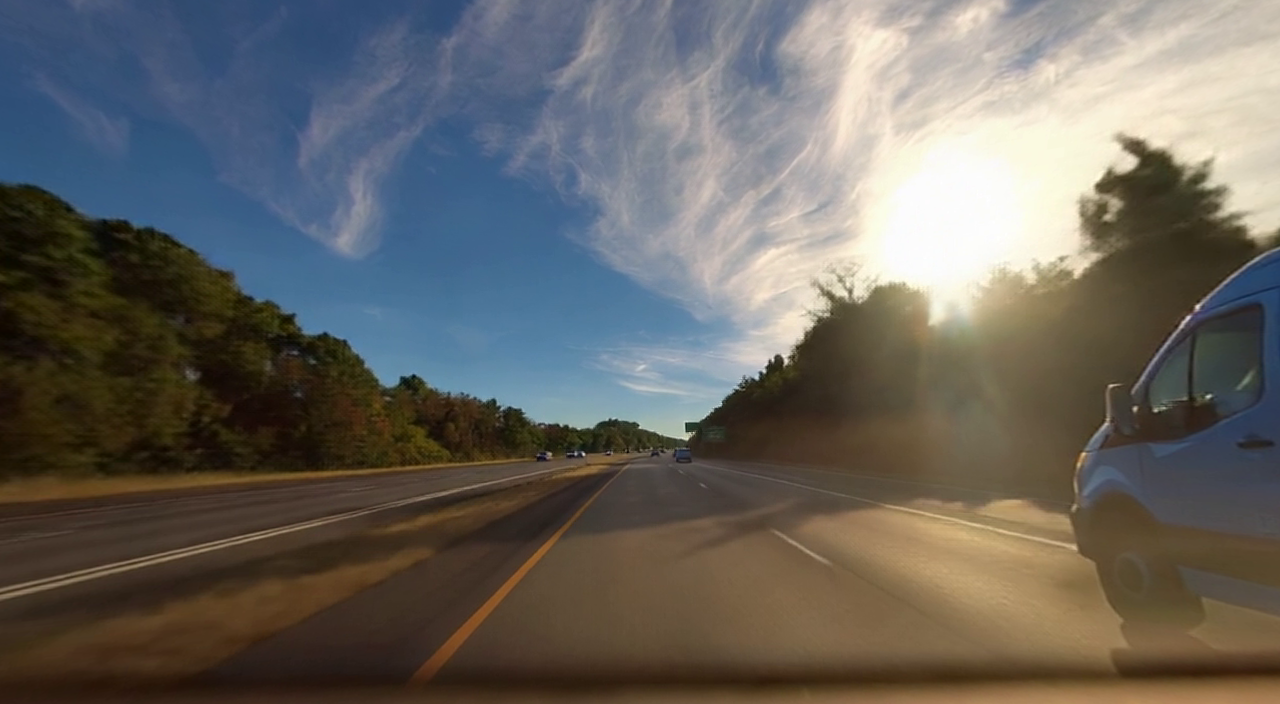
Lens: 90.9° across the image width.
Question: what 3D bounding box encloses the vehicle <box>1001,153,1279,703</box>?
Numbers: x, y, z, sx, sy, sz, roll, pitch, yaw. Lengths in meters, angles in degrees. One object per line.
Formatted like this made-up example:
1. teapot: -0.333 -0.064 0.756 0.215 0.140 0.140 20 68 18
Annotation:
1. vehicle: 3.997 0.256 1.514 2.522 2.556 6.180 0 -9 0
